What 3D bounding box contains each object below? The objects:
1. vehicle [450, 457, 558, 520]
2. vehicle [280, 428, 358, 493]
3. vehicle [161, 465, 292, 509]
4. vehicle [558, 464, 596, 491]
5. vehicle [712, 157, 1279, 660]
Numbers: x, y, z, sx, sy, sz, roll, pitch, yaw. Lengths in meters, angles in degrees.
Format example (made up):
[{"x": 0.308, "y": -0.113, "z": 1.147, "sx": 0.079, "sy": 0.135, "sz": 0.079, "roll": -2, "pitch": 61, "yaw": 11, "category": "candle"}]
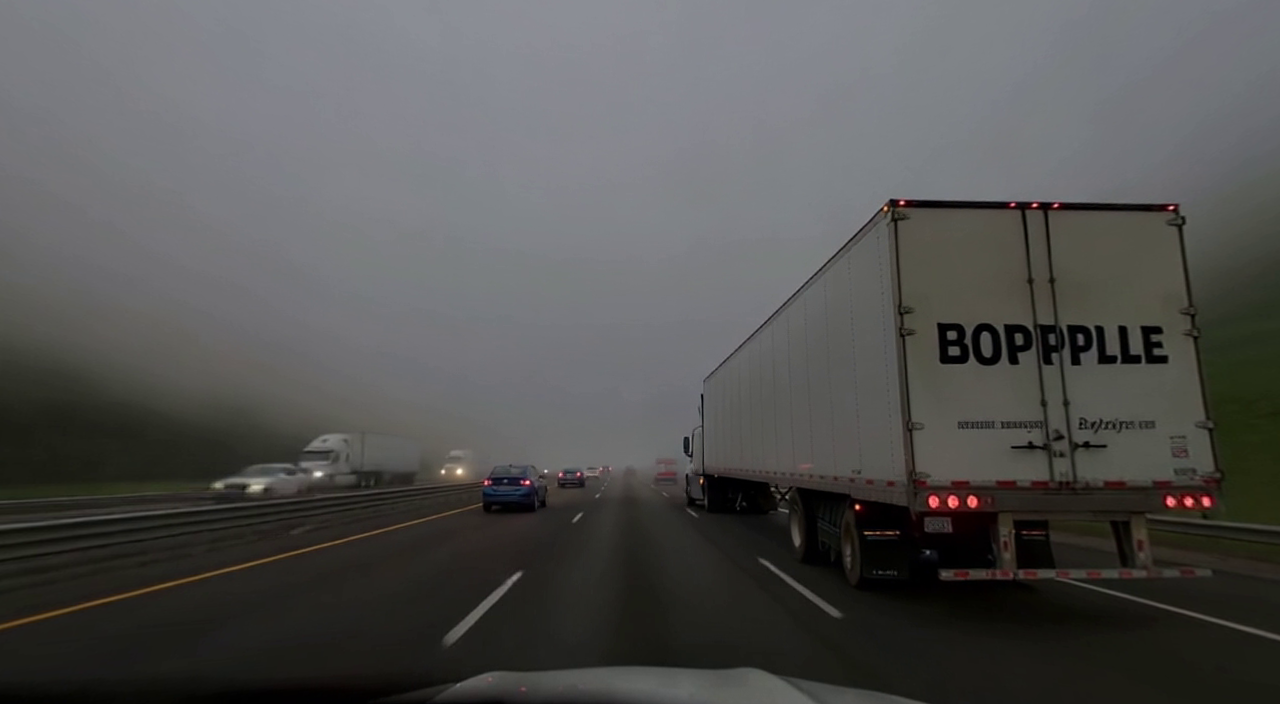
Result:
[{"x": -3.792, "y": 3.947, "z": 18.588, "sx": 2.088, "sy": 1.566, "sz": 4.853, "roll": 1, "pitch": -11, "yaw": 0, "category": "vehicle"}, {"x": -19.918, "y": 6.798, "z": 39.321, "sx": 2.987, "sy": 3.793, "sz": 3.084, "roll": 1, "pitch": -11, "yaw": -1, "category": "vehicle"}, {"x": -15.529, "y": 5.086, "z": 24.010, "sx": 1.995, "sy": 1.485, "sz": 4.370, "roll": 1, "pitch": -11, "yaw": 0, "category": "vehicle"}, {"x": -4.051, "y": 8.185, "z": 41.225, "sx": 2.063, "sy": 1.671, "sz": 4.197, "roll": 1, "pitch": -11, "yaw": 0, "category": "vehicle"}, {"x": 3.761, "y": 1.609, "z": 12.033, "sx": 2.839, "sy": 4.062, "sz": 14.051, "roll": 1, "pitch": -11, "yaw": -1, "category": "vehicle"}]
